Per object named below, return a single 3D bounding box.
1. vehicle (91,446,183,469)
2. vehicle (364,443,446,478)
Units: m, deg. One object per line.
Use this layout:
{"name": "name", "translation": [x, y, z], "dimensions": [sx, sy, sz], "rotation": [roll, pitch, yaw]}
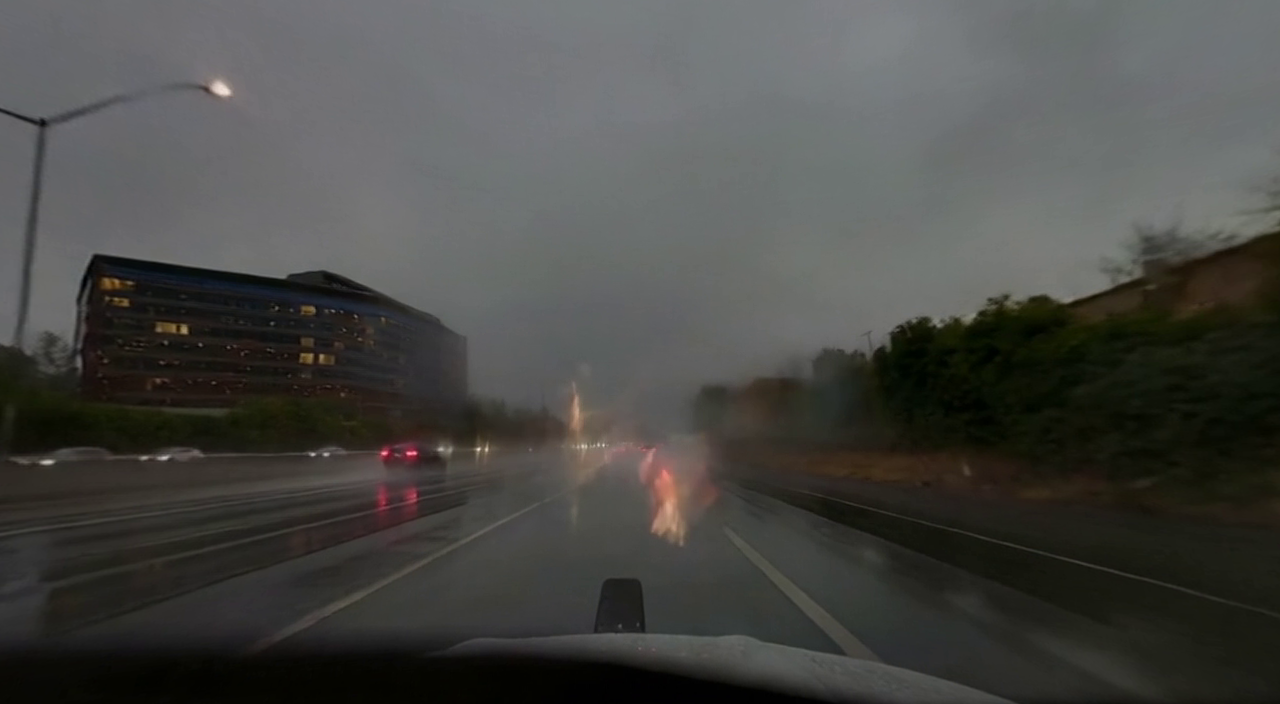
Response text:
{"name": "vehicle", "translation": [-34.334, 7.198, 43.285], "dimensions": [2.309, 1.451, 4.637], "rotation": [-1, -9, 4]}
{"name": "vehicle", "translation": [-10.535, 4.875, 28.741], "dimensions": [1.914, 1.440, 4.467], "rotation": [0, -8, 1]}
